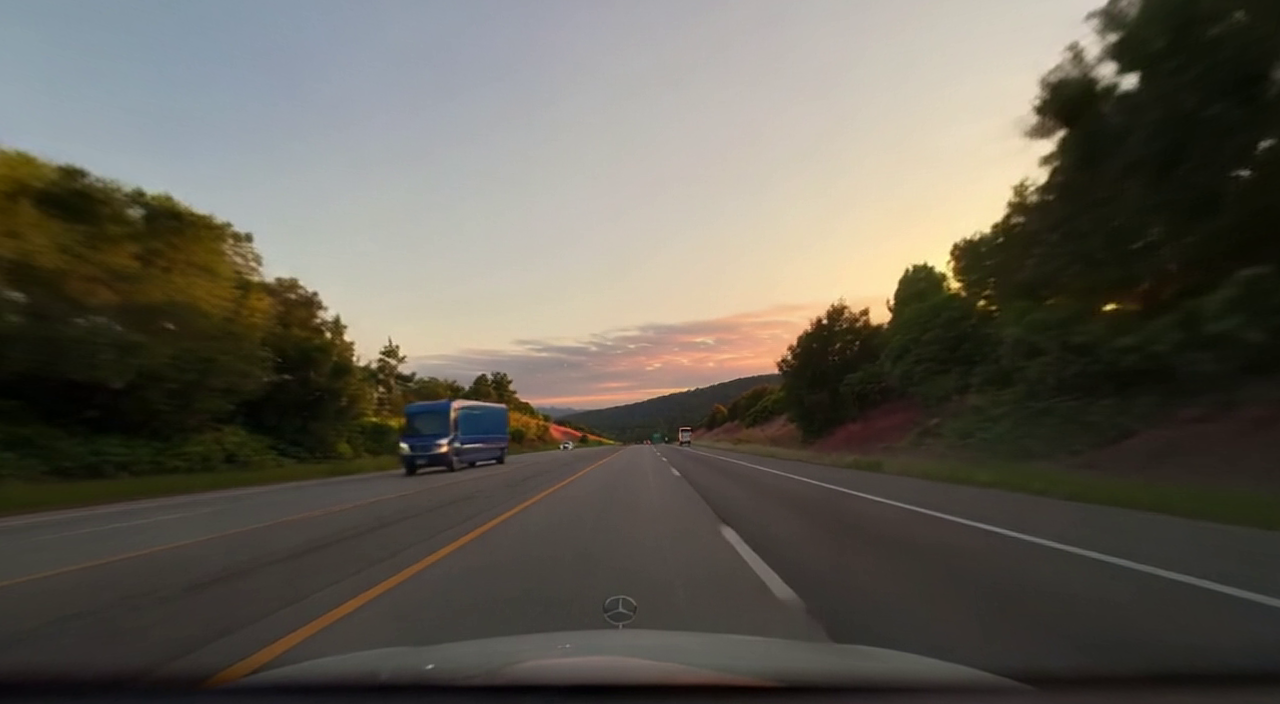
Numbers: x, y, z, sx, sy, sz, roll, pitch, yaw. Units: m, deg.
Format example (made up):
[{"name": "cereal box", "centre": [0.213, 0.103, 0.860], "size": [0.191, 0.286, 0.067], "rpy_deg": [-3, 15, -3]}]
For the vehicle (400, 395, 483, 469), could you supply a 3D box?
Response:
[{"name": "vehicle", "centre": [-11.549, 4.763, 37.263], "size": [3.033, 3.963, 5.845], "rpy_deg": [0, -8, -1]}]
